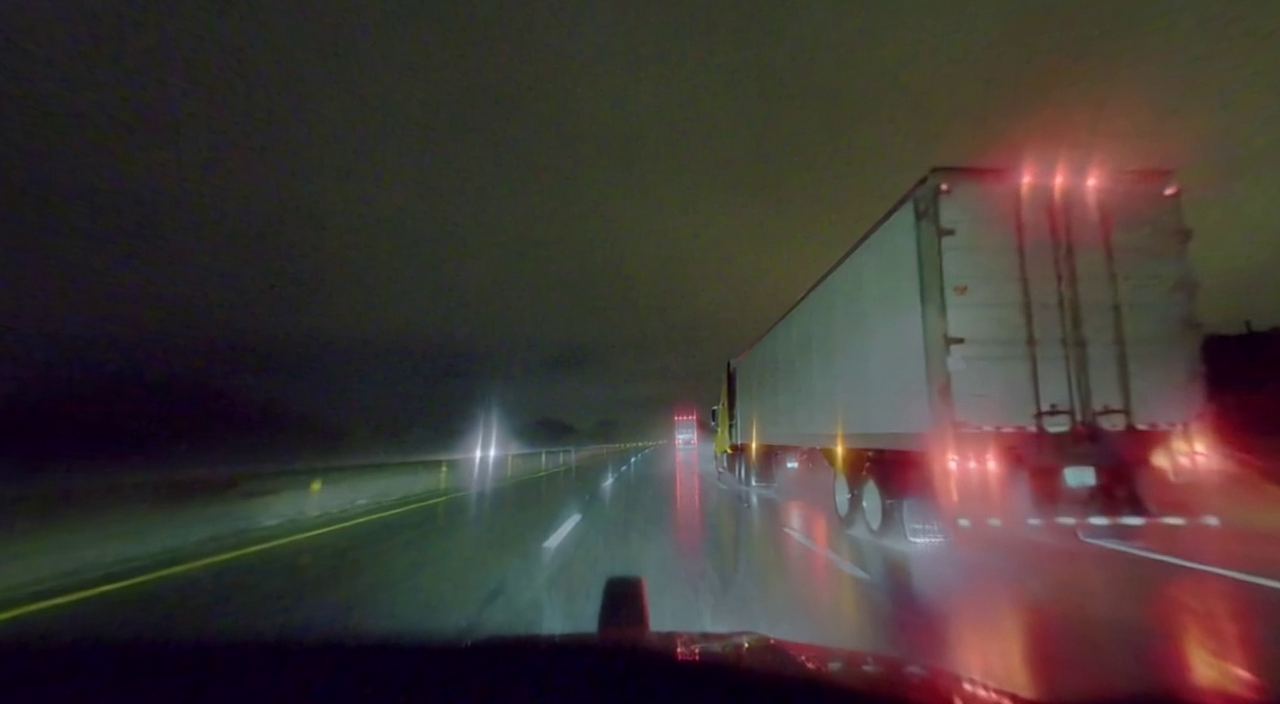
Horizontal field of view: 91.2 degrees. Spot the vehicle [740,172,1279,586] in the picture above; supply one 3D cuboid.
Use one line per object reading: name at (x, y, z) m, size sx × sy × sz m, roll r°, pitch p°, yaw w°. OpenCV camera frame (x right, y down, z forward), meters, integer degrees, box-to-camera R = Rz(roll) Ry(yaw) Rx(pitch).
vehicle at (4.879, 1.240, 13.181) m, size 3.485 × 3.975 × 14.489 m, roll 0°, pitch -8°, yaw 1°
